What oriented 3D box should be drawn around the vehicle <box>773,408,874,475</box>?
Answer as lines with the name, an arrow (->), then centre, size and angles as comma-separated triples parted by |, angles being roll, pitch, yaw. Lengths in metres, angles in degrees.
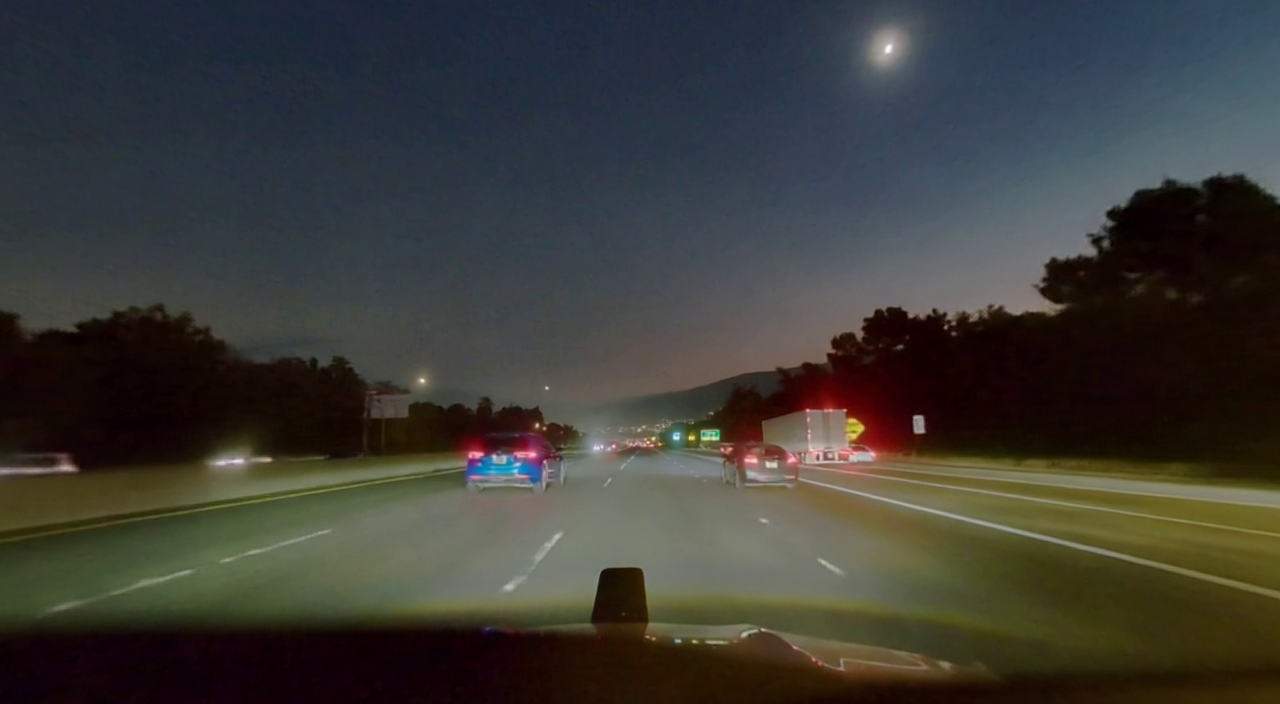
vehicle -> 7.800, 3.893, 27.448 | 2.729, 2.628, 4.875 | 0, -9, -2

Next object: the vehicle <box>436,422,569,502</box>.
vehicle -> -3.381, 2.867, 16.790 | 2.218, 1.764, 5.229 | 0, -9, 2

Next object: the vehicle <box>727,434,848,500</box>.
vehicle -> 3.705, 3.000, 16.830 | 2.080, 1.493, 4.674 | 0, -9, 0

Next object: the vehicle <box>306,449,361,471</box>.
vehicle -> -22.588, 7.943, 46.682 | 1.840, 1.492, 4.423 | 0, -9, 1
